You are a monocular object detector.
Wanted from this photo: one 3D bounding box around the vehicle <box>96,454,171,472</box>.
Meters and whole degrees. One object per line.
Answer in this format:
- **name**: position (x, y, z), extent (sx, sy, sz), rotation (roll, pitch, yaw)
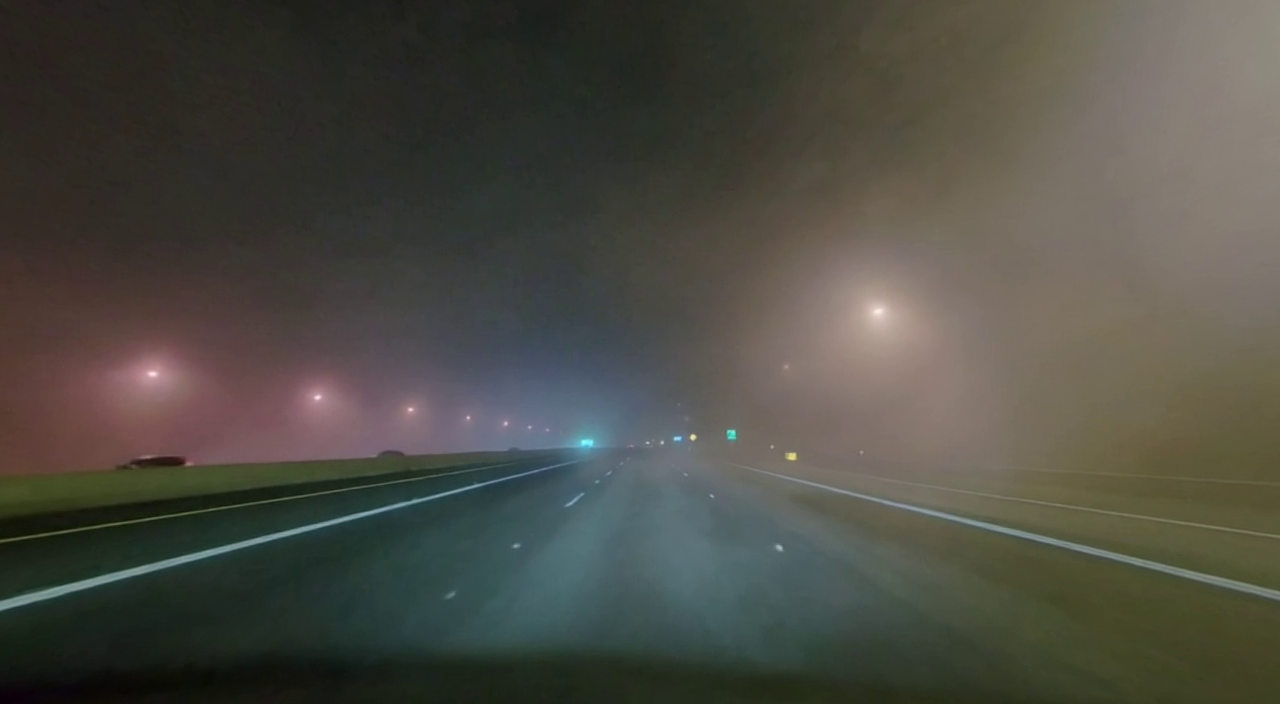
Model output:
- **vehicle**: position (-28.660, 6.293, 35.793), extent (1.784, 0.941, 2.965), rotation (0, -8, 0)
